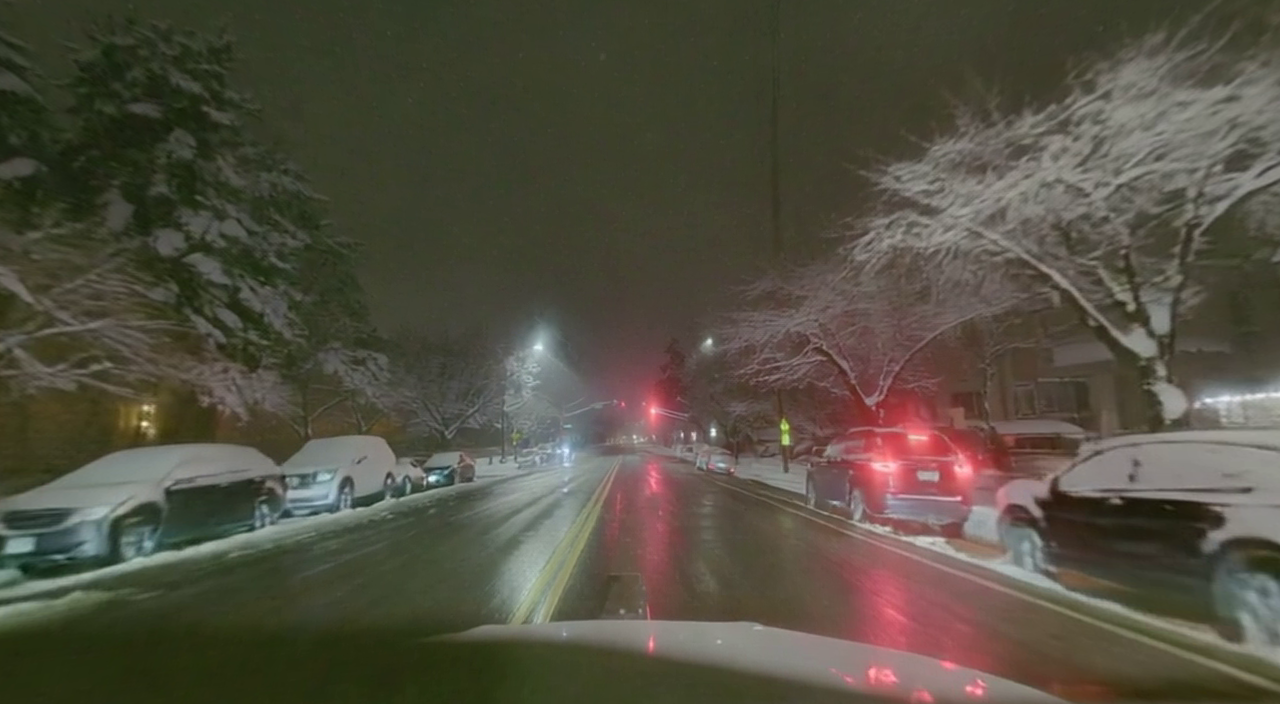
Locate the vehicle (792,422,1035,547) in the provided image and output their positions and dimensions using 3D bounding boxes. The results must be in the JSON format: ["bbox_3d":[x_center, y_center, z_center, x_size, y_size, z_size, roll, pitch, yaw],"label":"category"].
[{"bbox_3d":[4.331,2.162,11.010,1.992,1.703,4.503,0,-9,-3],"label":"vehicle"}]

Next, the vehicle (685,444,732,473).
[{"bbox_3d":[3.884,6.132,36.598,1.955,1.536,4.395,1,-9,-4],"label":"vehicle"}]

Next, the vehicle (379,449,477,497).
[{"bbox_3d":[-7.170,4.105,21.895,1.954,1.430,4.395,0,-8,-1],"label":"vehicle"}]

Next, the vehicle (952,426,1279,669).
[{"bbox_3d":[4.764,1.385,5.131,1.830,1.477,4.684,0,-8,-3],"label":"vehicle"}]

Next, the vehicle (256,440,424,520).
[{"bbox_3d":[-7.221,3.085,15.843,2.092,1.706,4.356,0,-8,-1],"label":"vehicle"}]

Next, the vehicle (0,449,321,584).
[{"bbox_3d":[-6.804,2.190,9.381,1.811,1.454,4.610,0,-8,-1],"label":"vehicle"}]
